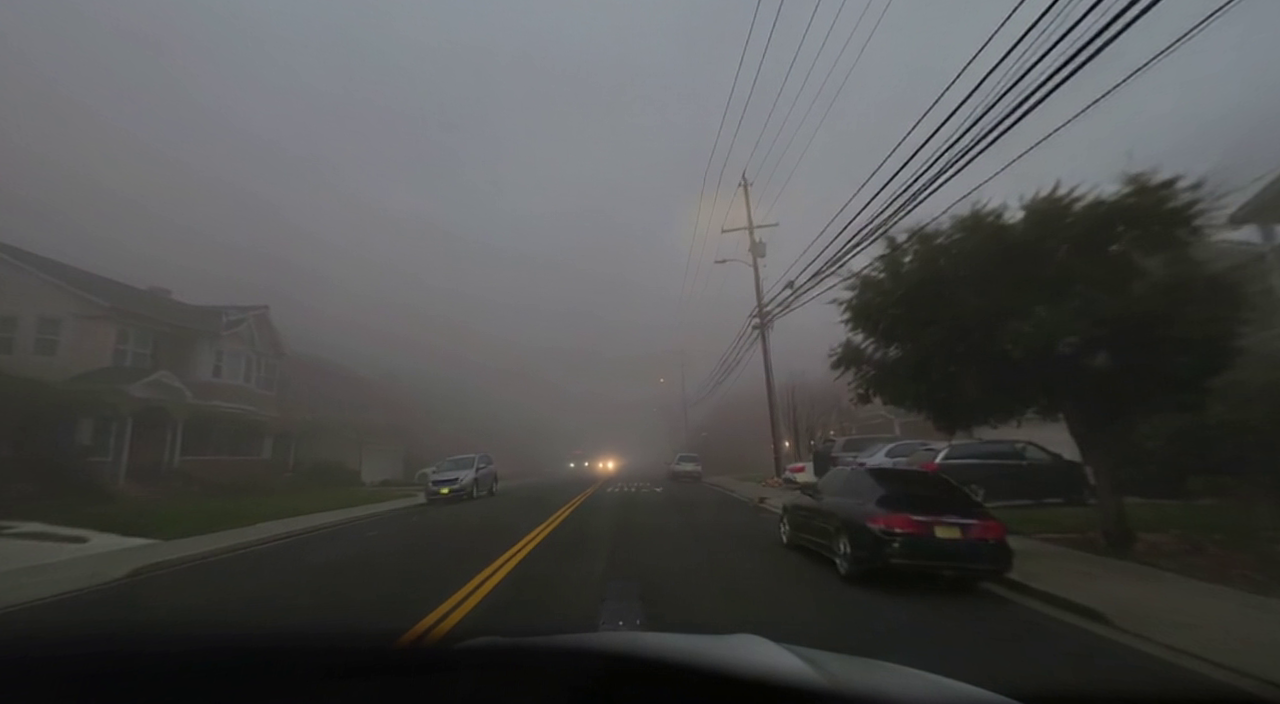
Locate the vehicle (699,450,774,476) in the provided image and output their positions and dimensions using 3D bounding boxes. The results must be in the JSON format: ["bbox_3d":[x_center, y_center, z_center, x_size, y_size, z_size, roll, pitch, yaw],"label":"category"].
[{"bbox_3d":[7.156,8.323,47.457,5.288,1.871,2.148,0,-9,0],"label":"vehicle"}]

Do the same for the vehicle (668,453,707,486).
[{"bbox_3d":[2.719,6.855,37.151,1.945,1.792,3.903,0,-9,-1],"label":"vehicle"}]

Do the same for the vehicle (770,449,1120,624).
[{"bbox_3d":[3.201,1.990,7.885,2.076,1.513,4.305,0,-9,-2],"label":"vehicle"}]

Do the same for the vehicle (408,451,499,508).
[{"bbox_3d":[-6.585,4.530,22.875,2.056,1.741,4.532,-2,-10,-2],"label":"vehicle"}]
